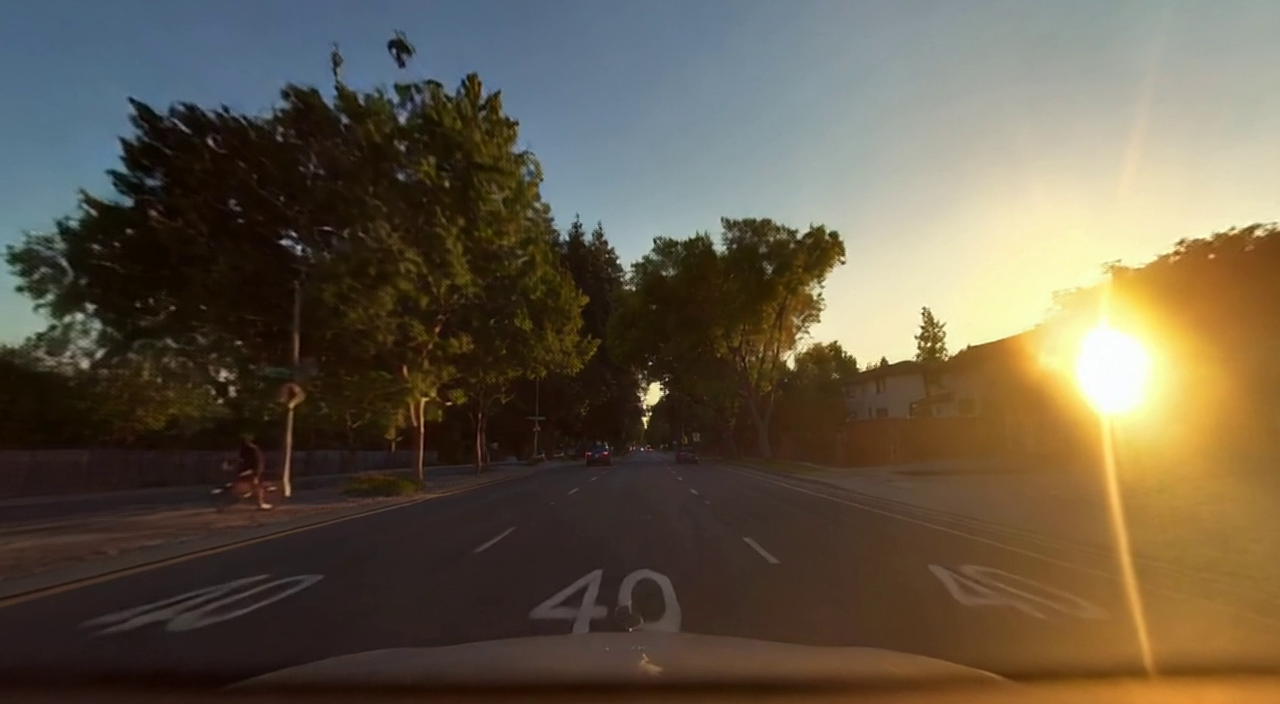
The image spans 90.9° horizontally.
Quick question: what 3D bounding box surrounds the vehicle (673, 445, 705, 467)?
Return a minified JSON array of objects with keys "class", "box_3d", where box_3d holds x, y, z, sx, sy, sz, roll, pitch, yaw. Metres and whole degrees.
[{"class":"vehicle","box_3d":[3.535,7.608,46.402,1.992,1.511,4.464,0,-9,0]}]
